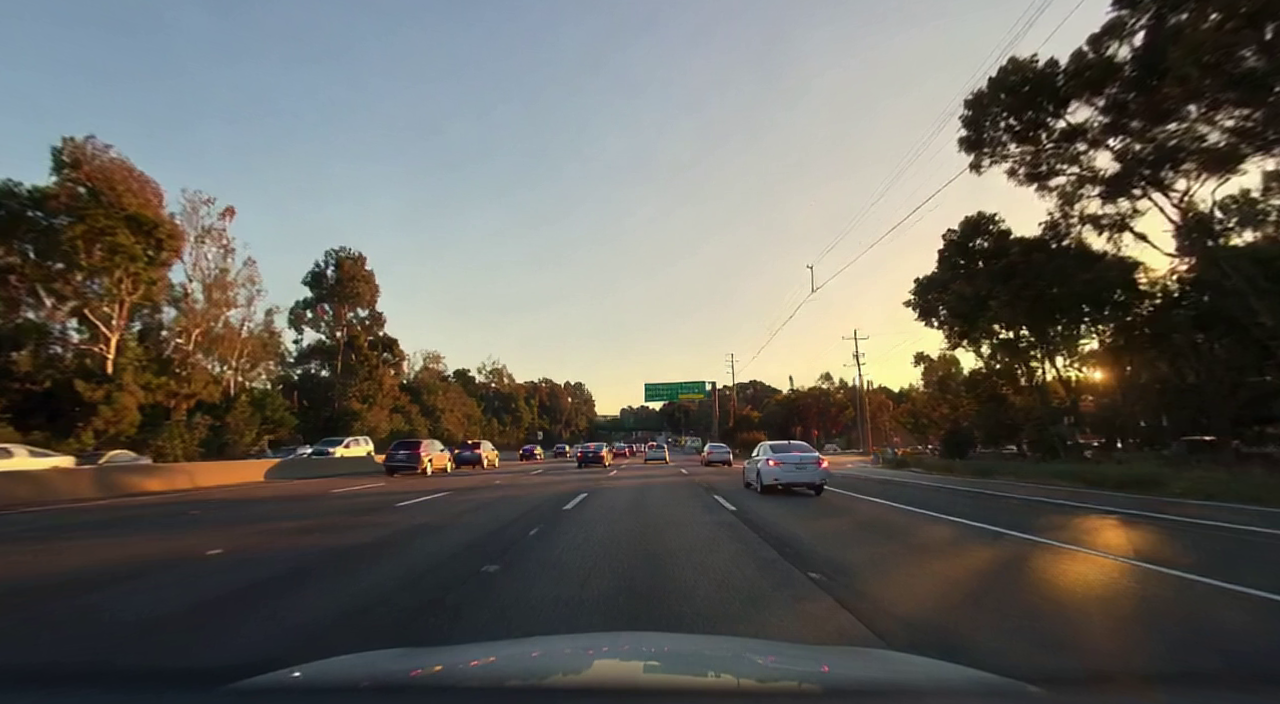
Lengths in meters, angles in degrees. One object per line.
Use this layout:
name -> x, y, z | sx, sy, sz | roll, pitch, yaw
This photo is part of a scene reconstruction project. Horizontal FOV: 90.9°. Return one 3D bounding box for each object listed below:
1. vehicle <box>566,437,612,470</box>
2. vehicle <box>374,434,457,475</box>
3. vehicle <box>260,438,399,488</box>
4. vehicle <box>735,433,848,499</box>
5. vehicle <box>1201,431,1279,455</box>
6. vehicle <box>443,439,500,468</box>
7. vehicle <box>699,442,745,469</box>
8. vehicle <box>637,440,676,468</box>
vehicle -> -2.874, 5.876, 36.681 | 2.133, 1.775, 4.530 | 0, -8, 2
vehicle -> -10.448, 4.806, 29.732 | 2.083, 1.776, 4.721 | 0, -8, 1
vehicle -> -10.429, 3.757, 21.728 | 2.181, 1.512, 4.889 | 0, -8, 2
vehicle -> 4.001, 3.088, 17.502 | 2.036, 1.580, 4.360 | 0, -8, 0
vehicle -> 37.441, 5.660, 39.198 | 3.438, 1.426, 1.793 | 0, -8, -5
vehicle -> -10.344, 6.258, 39.077 | 2.137, 1.690, 4.630 | 0, -8, 1
vehicle -> 4.621, 5.919, 36.312 | 2.022, 1.472, 4.678 | 0, -8, 0
vehicle -> 0.971, 6.101, 37.800 | 2.220, 1.575, 4.332 | 0, -8, 1
